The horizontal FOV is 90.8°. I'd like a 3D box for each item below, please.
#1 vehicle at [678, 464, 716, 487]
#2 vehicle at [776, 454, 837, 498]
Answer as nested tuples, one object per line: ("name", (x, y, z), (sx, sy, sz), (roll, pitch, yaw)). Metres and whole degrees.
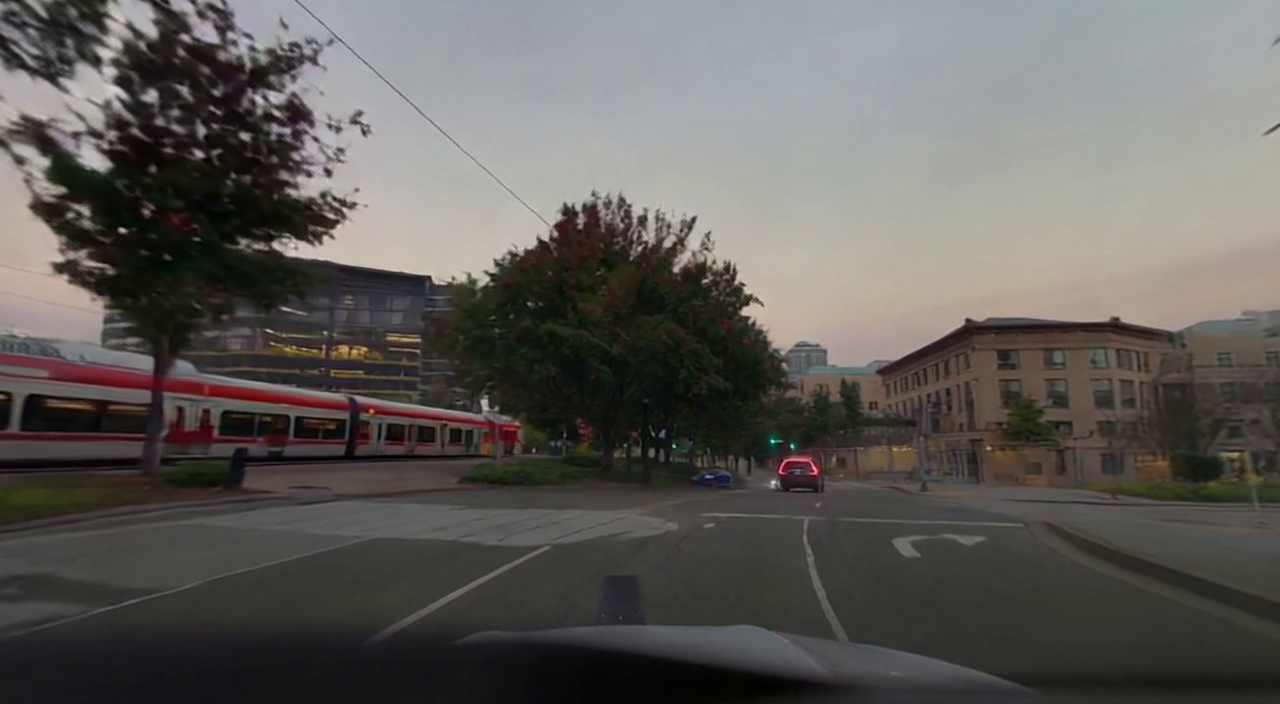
("vehicle", (4.325, 9.253, 47.636), (2.042, 1.531, 4.403), (-3, -9, 16))
("vehicle", (7.557, 5.471, 28.330), (2.263, 1.765, 4.237), (-3, -9, 19))
